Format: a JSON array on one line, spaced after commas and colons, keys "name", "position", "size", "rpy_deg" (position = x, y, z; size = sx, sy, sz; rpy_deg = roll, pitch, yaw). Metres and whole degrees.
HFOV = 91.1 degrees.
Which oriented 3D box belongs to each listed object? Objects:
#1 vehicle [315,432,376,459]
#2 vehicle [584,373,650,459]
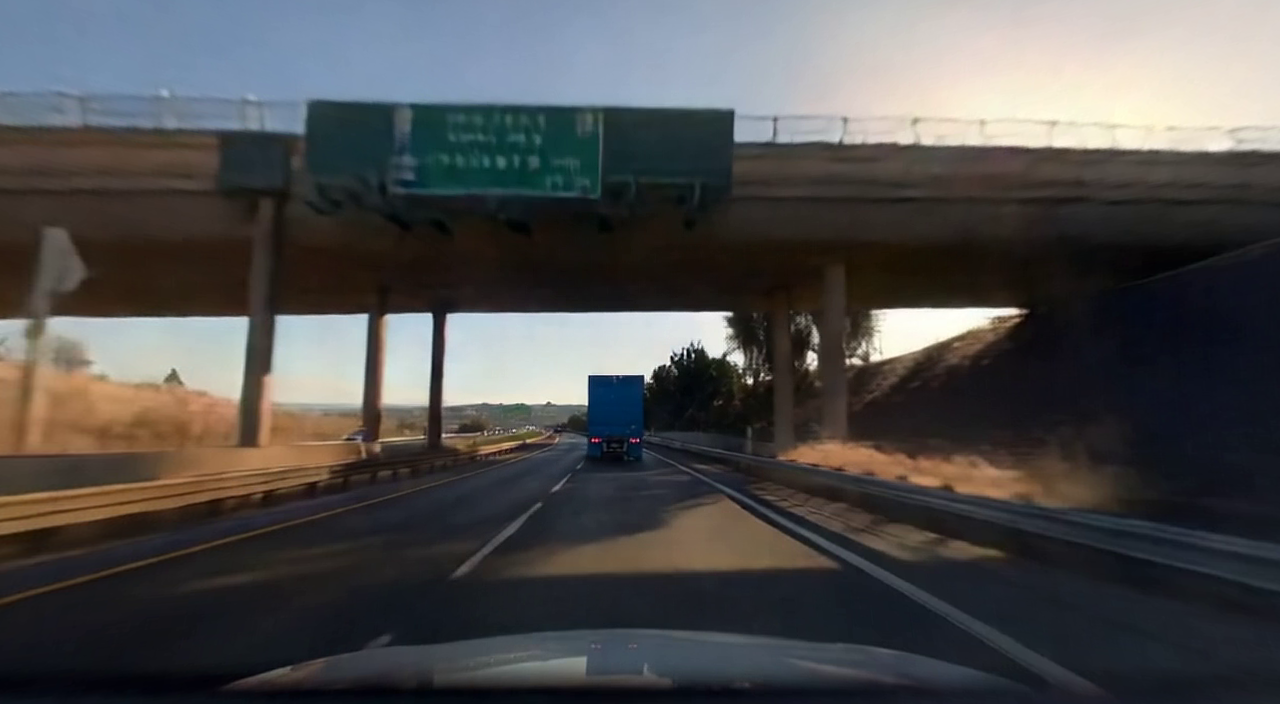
[{"name": "vehicle", "position": [-18.249, 5.816, 39.204], "size": [1.879, 1.564, 4.435], "rpy_deg": [0, -8, -4]}, {"name": "vehicle", "position": [-1.317, 3.647, 34.362], "size": [3.023, 3.965, 10.402], "rpy_deg": [0, -8, -3]}]
